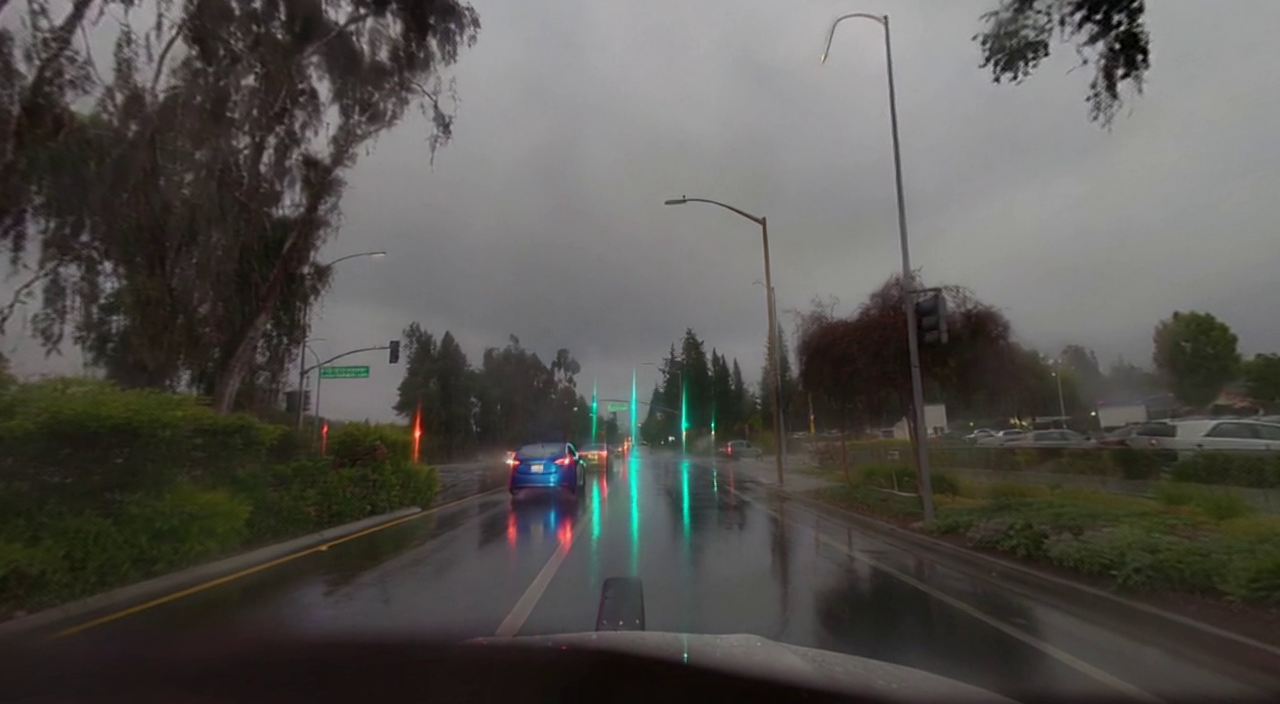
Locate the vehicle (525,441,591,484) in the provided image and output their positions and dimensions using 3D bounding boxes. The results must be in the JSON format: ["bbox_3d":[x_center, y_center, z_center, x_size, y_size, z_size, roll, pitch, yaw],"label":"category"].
[{"bbox_3d":[-3.066,4.223,24.463,1.979,1.492,3.930,0,-9,1],"label":"vehicle"}]

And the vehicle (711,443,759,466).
[{"bbox_3d":[6.173,6.580,40.647,1.945,1.410,4.284,-4,-9,24],"label":"vehicle"}]

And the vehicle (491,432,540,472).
[{"bbox_3d":[-6.849,5.525,34.973,2.390,2.020,5.085,1,-9,-10],"label":"vehicle"}]
